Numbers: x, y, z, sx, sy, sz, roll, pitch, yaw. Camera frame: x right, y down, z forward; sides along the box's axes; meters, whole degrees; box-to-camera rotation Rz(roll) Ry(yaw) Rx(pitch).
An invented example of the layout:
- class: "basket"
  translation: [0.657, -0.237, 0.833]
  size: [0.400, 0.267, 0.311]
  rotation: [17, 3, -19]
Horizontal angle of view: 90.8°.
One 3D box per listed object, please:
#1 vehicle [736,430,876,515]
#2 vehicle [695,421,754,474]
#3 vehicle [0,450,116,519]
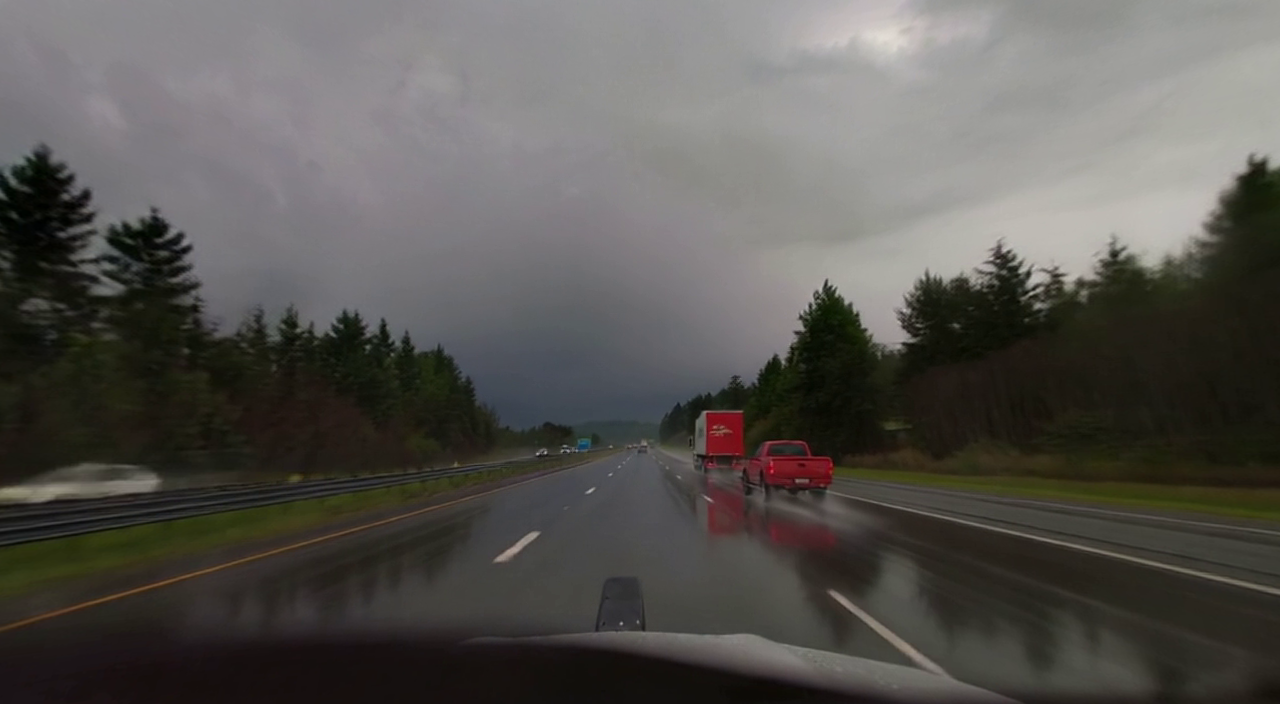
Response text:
- class: "vehicle"
  translation: [3.497, 2.628, 14.159]
  size: [2.019, 1.601, 3.953]
  rotation: [0, -9, 0]
- class: "vehicle"
  translation: [4.351, 5.071, 33.477]
  size: [2.300, 2.564, 5.643]
  rotation: [0, -9, -1]
- class: "vehicle"
  translation: [-15.075, 3.032, 14.616]
  size: [1.844, 1.502, 4.706]
  rotation: [0, -9, -1]
